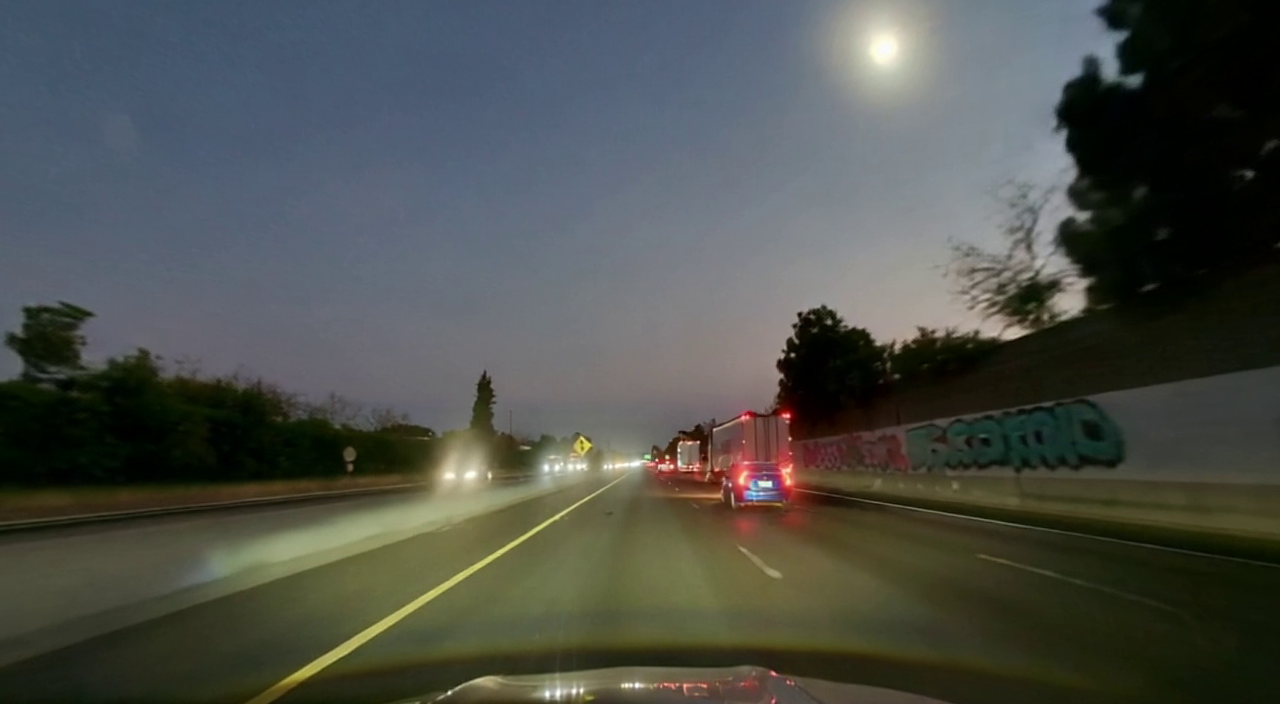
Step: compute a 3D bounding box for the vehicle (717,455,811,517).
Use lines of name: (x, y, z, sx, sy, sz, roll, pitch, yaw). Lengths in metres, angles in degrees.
vehicle: (3.491, 3.850, 18.395, 2.011, 1.574, 3.512, 1, -10, 0)

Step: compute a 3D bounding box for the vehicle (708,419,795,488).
vehicle: (7.567, 7.549, 46.006, 3.298, 4.017, 16.824, 1, -10, 0)

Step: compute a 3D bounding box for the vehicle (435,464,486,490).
vehicle: (-12.216, 8.512, 43.210, 2.001, 1.609, 4.720, 0, -10, 1)
